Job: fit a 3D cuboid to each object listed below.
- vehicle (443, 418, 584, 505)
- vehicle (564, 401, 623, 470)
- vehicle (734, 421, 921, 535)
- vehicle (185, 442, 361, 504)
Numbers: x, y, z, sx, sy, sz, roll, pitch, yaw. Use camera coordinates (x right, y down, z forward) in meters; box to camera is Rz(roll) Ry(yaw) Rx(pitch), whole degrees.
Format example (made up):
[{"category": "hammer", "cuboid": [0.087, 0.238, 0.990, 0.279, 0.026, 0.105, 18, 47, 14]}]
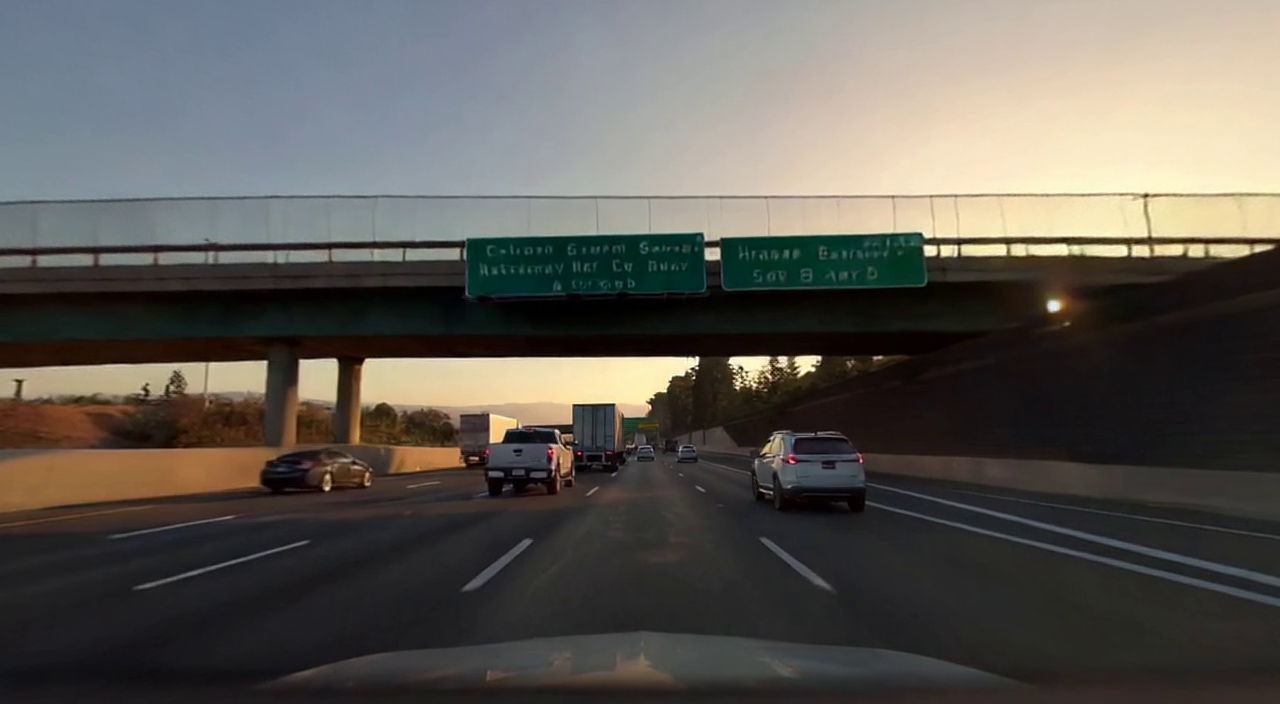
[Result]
[{"category": "vehicle", "cuboid": [-3.281, 3.074, 18.202, 2.645, 2.023, 6.491, 0, -9, 1]}, {"category": "vehicle", "cuboid": [-3.028, 6.165, 45.737, 2.869, 4.108, 15.564, 0, -9, 1]}, {"category": "vehicle", "cuboid": [3.093, 2.183, 11.516, 2.028, 1.658, 4.334, 0, -9, -1]}, {"category": "vehicle", "cuboid": [-10.027, 3.318, 17.815, 1.981, 1.495, 4.834, 0, -9, 1]}]
